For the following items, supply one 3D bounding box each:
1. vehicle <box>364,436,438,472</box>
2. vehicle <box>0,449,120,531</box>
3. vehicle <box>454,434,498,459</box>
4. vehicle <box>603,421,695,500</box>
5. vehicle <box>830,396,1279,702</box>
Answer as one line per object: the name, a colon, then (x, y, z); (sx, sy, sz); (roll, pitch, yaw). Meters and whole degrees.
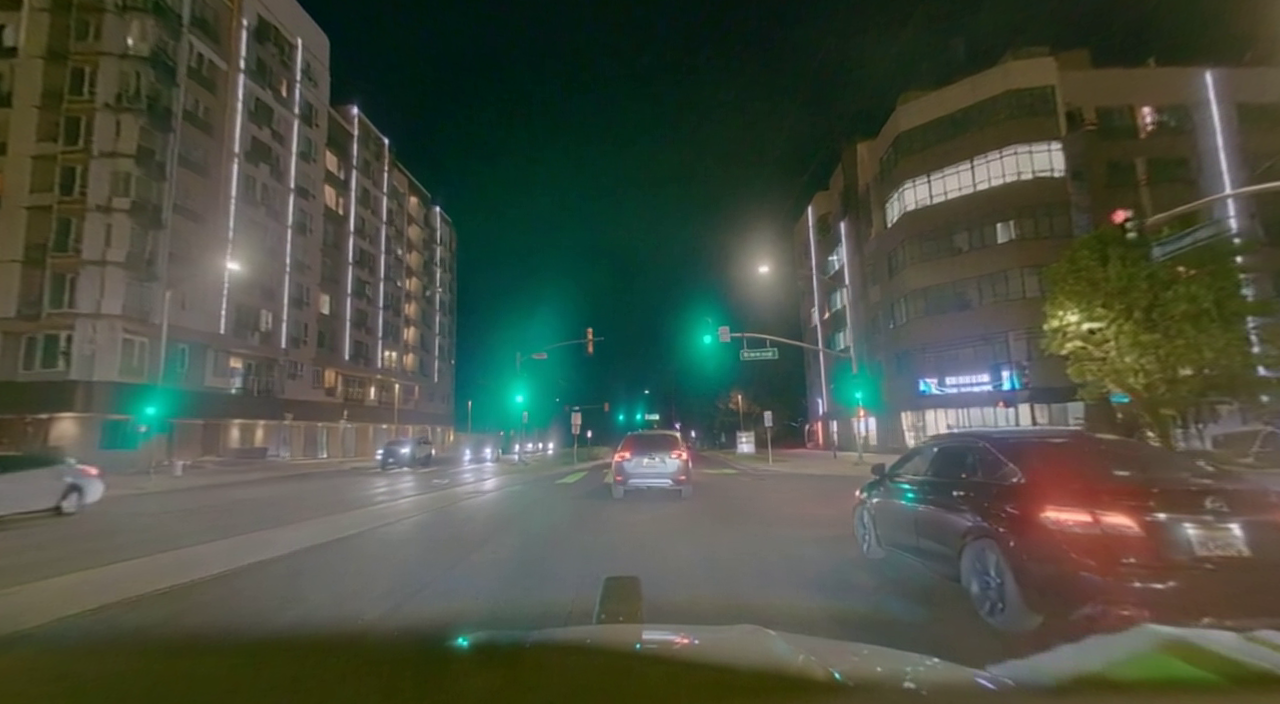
vehicle: (-12.725, 5.448, 34.045); (1.964, 1.712, 5.236); (0, -8, 0)
vehicle: (-13.007, 2.685, 12.336); (1.943, 1.487, 4.472); (0, -8, -1)
vehicle: (-12.677, 7.334, 49.186); (2.076, 1.836, 4.847); (0, -8, 1)
vehicle: (0.329, 2.989, 17.894); (2.206, 1.858, 5.332); (-1, -8, 3)
vehicle: (3.264, 1.342, 5.500); (1.906, 1.608, 4.137); (0, -8, 0)
